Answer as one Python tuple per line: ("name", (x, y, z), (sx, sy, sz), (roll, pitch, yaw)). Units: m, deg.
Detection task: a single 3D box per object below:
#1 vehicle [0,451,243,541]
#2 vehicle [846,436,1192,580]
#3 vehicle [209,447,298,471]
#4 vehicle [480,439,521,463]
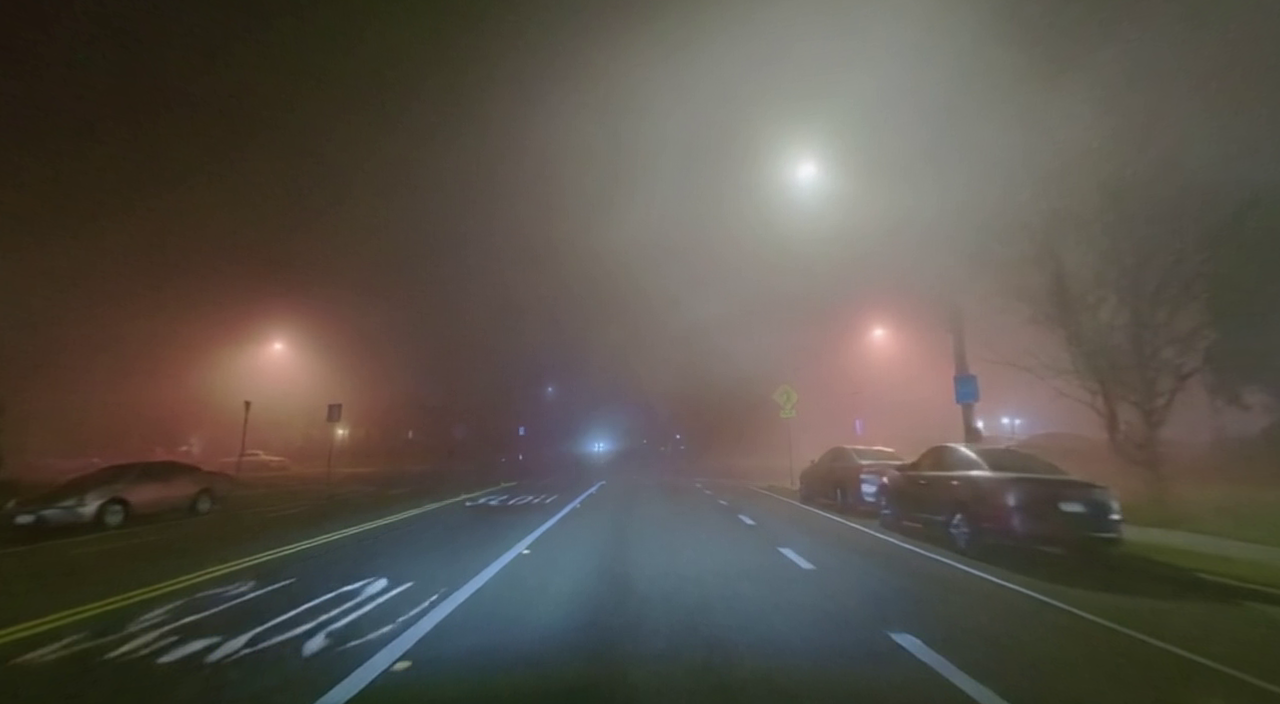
("vehicle", (-10.845, 2.857, 13.258), (1.949, 1.457, 4.581), (0, -8, 1))
("vehicle", (4.695, 1.955, 8.889), (2.196, 1.472, 4.426), (0, -8, 1))
("vehicle", (-24.466, 6.770, 40.120), (4.197, 1.431, 2.165), (0, -8, 0))
("vehicle", (-10.916, 7.776, 49.748), (2.037, 1.755, 4.434), (0, -8, 2))
